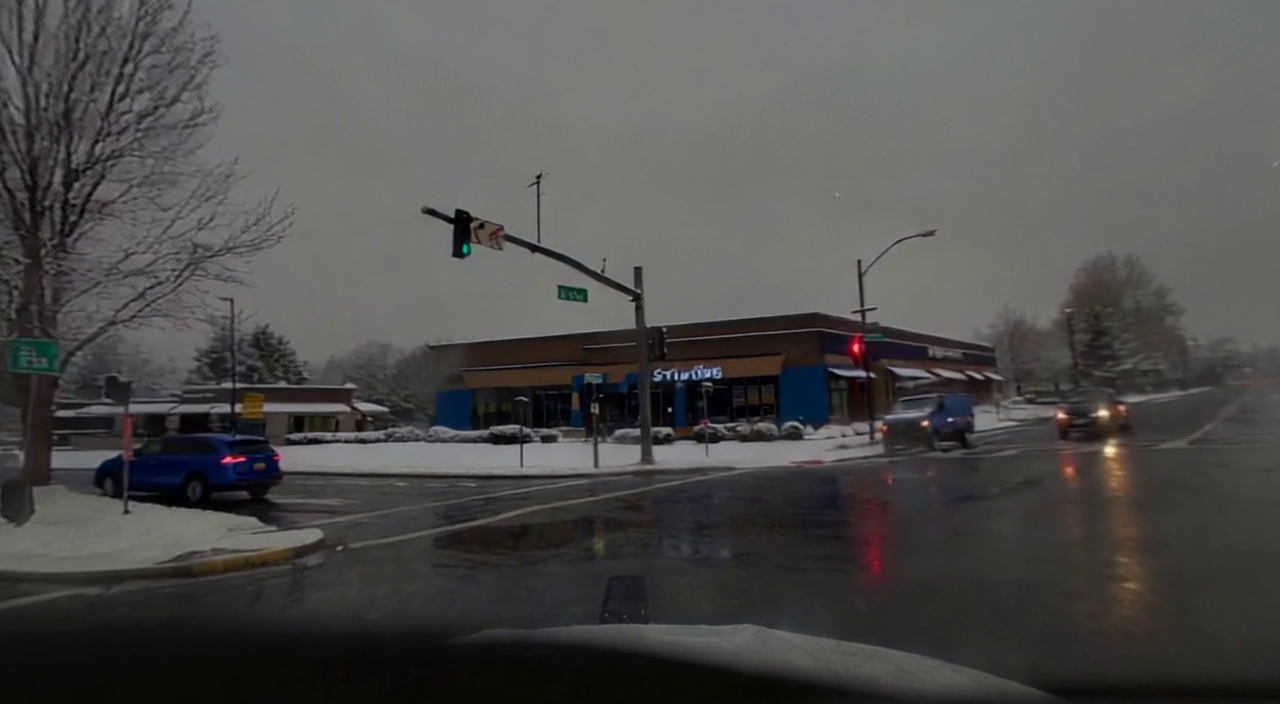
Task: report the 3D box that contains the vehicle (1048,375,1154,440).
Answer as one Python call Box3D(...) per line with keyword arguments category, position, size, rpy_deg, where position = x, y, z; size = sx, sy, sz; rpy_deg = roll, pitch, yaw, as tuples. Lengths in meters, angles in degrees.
Box3D(category="vehicle", position=(16.208, 2.020, 22.046), size=(2.331, 1.971, 4.946), rpy_deg=(-7, -10, 41))

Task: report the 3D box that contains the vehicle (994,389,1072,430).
Box3D(category="vehicle", position=(19.330, 2.878, 30.906), size=(2.247, 1.808, 4.945), rpy_deg=(-7, -10, 42))

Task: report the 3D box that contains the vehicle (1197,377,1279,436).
Box3D(category="vehicle", position=(19.757, 1.861, 20.749), size=(1.991, 1.688, 4.793), rpy_deg=(-7, -10, 41))

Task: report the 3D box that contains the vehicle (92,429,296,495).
Box3D(category="vehicle", position=(-13.505, 3.310, 19.215), size=(5.110, 1.814, 2.146), rpy_deg=(-3, -7, 14))

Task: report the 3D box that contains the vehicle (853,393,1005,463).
Box3D(category="vehicle", position=(9.701, 2.420, 20.868), size=(5.787, 1.834, 2.524), rpy_deg=(2, -7, -44))
